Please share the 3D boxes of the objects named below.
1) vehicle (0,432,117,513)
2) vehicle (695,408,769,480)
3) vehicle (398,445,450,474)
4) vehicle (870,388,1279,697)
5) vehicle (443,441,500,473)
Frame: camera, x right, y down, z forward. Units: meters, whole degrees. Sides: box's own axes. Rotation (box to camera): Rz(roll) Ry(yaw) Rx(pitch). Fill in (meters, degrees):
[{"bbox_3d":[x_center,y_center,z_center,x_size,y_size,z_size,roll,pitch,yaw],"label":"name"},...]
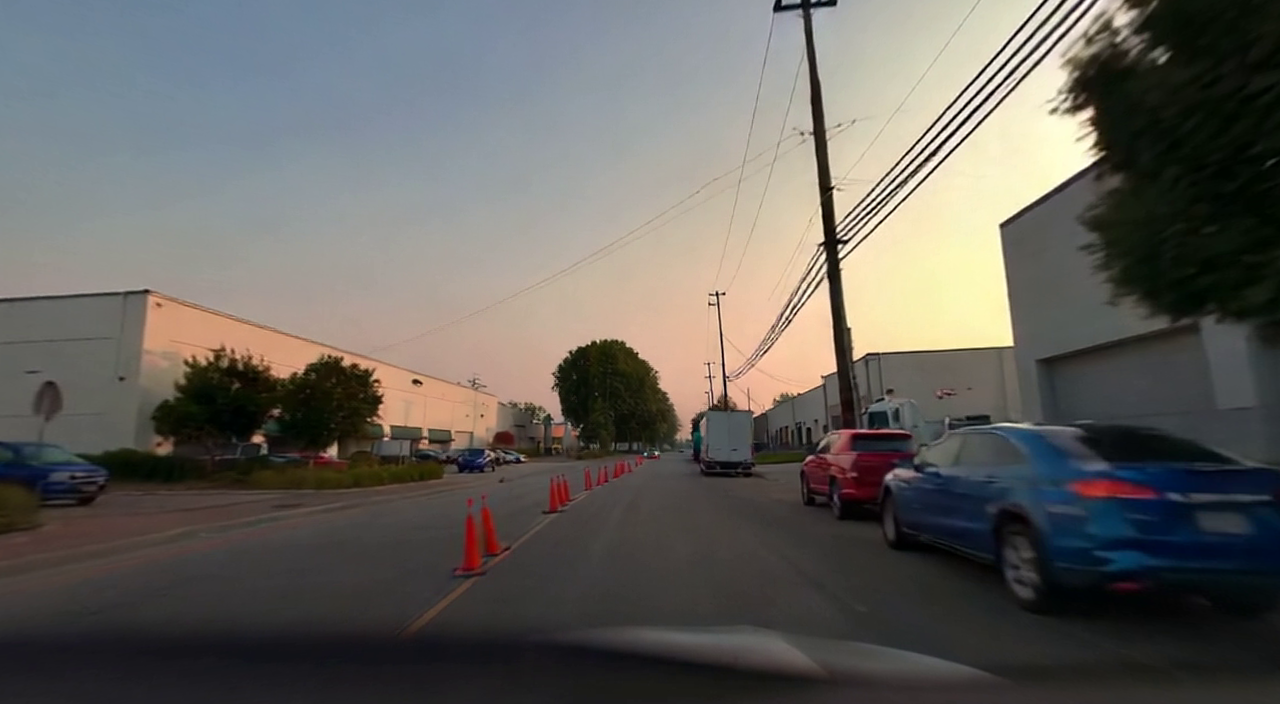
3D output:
[{"bbox_3d":[-14.937,2.768,14.449,2.085,1.748,4.558,-3,-8,-1],"label":"vehicle"},{"bbox_3d":[4.586,4.793,32.987,2.871,3.301,7.433,0,-8,1],"label":"vehicle"},{"bbox_3d":[-14.321,7.106,42.147,1.971,1.789,4.360,0,-8,-1],"label":"vehicle"},{"bbox_3d":[4.164,1.416,6.047,2.115,1.702,4.978,0,-8,1],"label":"vehicle"},{"bbox_3d":[-11.320,7.064,42.906,2.287,1.975,5.511,0,-8,1],"label":"vehicle"}]
